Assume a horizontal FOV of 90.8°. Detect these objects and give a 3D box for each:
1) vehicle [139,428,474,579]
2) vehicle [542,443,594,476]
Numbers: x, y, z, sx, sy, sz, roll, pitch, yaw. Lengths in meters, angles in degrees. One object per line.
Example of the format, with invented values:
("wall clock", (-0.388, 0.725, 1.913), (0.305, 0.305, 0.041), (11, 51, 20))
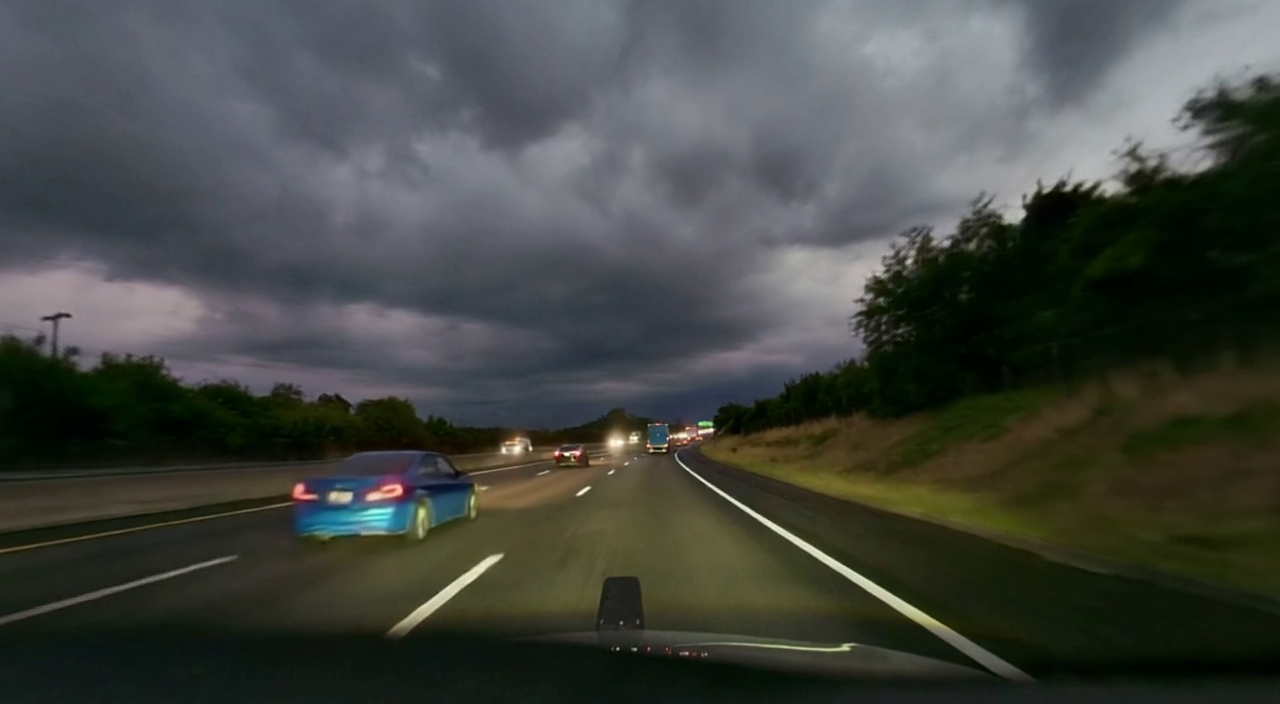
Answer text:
("vehicle", (-3.892, 1.844, 8.488), (2.078, 1.469, 4.371), (0, -9, 1))
("vehicle", (-3.429, 5.220, 30.809), (1.943, 1.460, 3.961), (0, -9, 2))
